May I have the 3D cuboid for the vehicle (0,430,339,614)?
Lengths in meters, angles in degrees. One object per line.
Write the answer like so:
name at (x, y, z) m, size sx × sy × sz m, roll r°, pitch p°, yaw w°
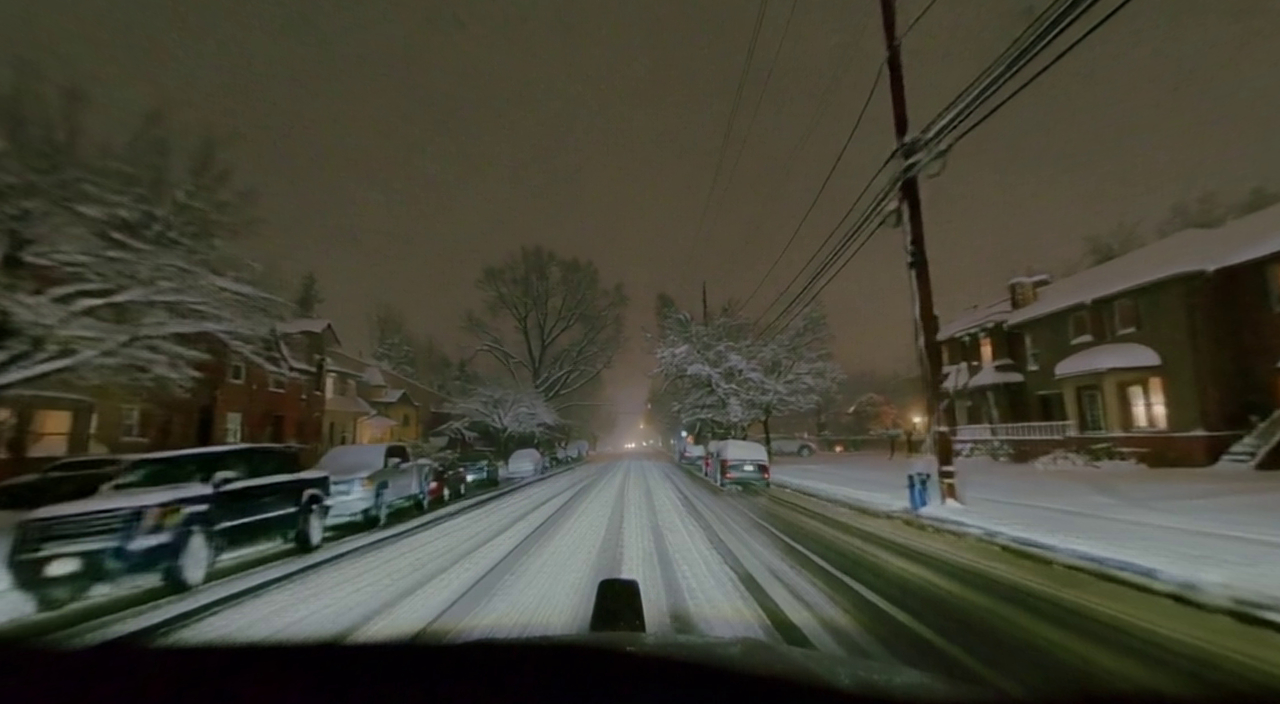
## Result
vehicle at (-5.929, 1.997, 8.288) m, size 2.035 × 1.736 × 3.955 m, roll -2°, pitch -9°, yaw 0°

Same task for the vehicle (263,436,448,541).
vehicle at (-5.861, 2.831, 13.727) m, size 1.989 × 1.756 × 4.378 m, roll -4°, pitch -9°, yaw 0°

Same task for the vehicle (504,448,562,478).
vehicle at (-5.786, 6.076, 34.699) m, size 2.199 × 1.439 × 4.757 m, roll -2°, pitch -10°, yaw 2°

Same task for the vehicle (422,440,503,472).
vehicle at (-12.751, 7.523, 45.673) m, size 5.096 × 2.213 × 2.354 m, roll 1°, pitch -10°, yaw -3°

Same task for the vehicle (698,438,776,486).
vehicle at (3.665, 4.236, 24.710) m, size 2.247 × 1.618 × 4.655 m, roll 2°, pitch -8°, yaw -1°
